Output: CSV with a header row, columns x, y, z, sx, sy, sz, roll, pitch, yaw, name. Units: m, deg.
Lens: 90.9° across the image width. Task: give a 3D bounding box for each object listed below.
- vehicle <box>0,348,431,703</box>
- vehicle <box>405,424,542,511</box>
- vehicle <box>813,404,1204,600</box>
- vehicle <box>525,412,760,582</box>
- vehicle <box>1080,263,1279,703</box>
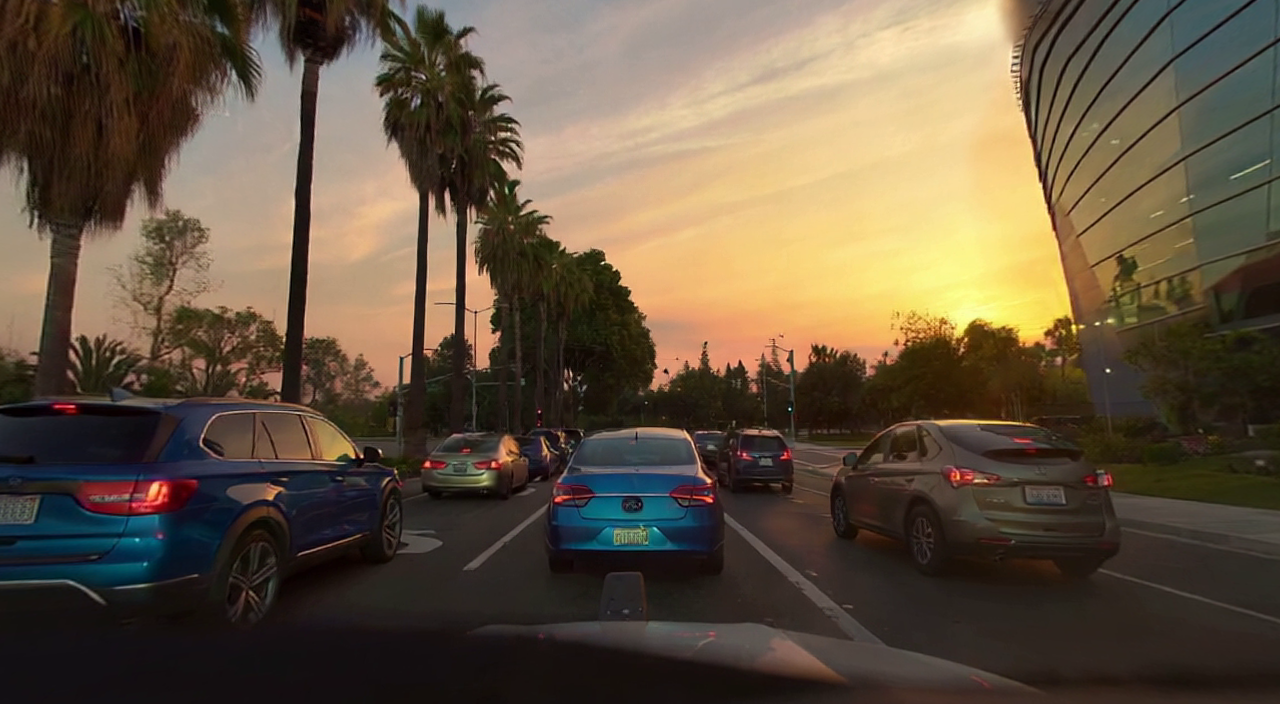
x,y,z,sx,sy,sz,roll,pitch,yaw,name
-3.547,1.178,5.405,2.014,1.775,4.404,0,-8,-1,vehicle
-3.465,2.470,13.895,1.917,1.631,3.768,0,-8,1,vehicle
3.838,1.634,7.776,2.064,1.696,4.431,0,-8,-1,vehicle
-0.036,1.691,8.180,2.219,1.586,4.321,0,-8,-2,vehicle
2.982,0.443,0.362,2.117,1.879,4.715,0,-8,2,vehicle
